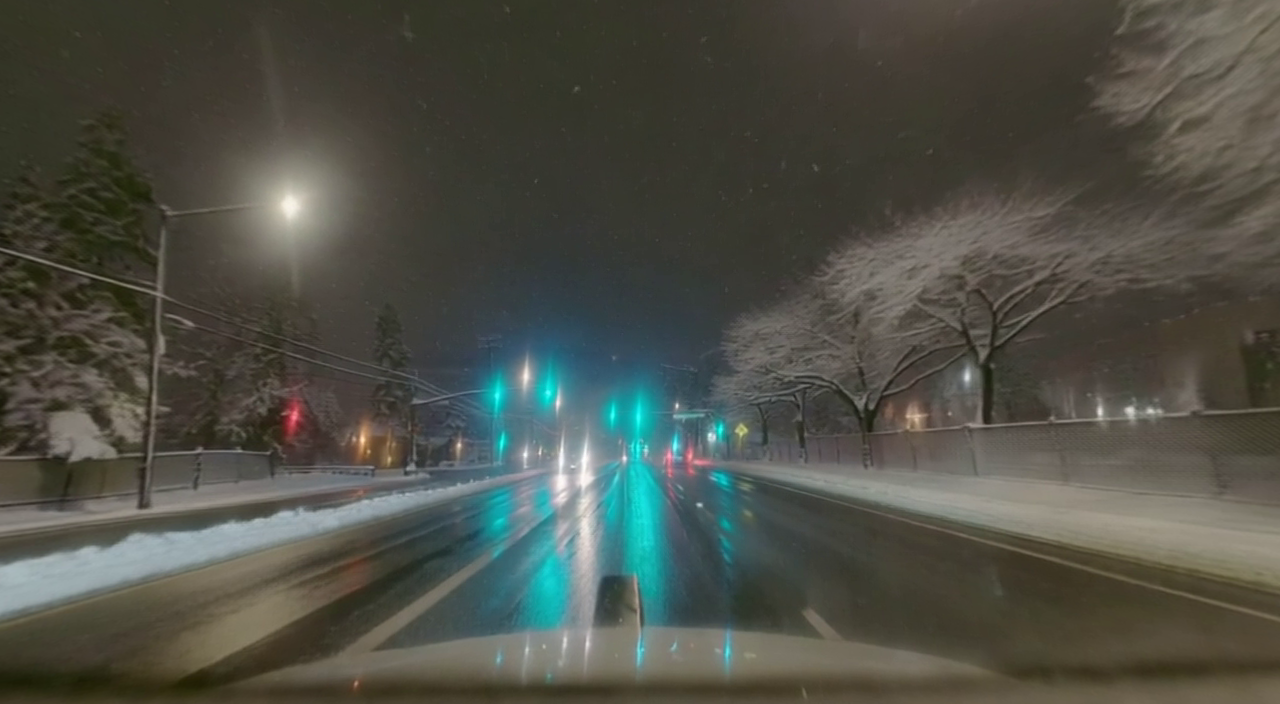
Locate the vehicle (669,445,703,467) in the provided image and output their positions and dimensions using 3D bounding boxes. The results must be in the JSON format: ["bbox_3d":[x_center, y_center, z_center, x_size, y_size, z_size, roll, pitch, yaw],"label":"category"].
[{"bbox_3d":[3.274,7.518,45.819,2.105,1.490,4.008,0,-9,-1],"label":"vehicle"}]

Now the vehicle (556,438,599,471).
[{"bbox_3d":[-3.628,6.075,37.555,2.078,1.832,4.746,0,-9,0],"label":"vehicle"}]
